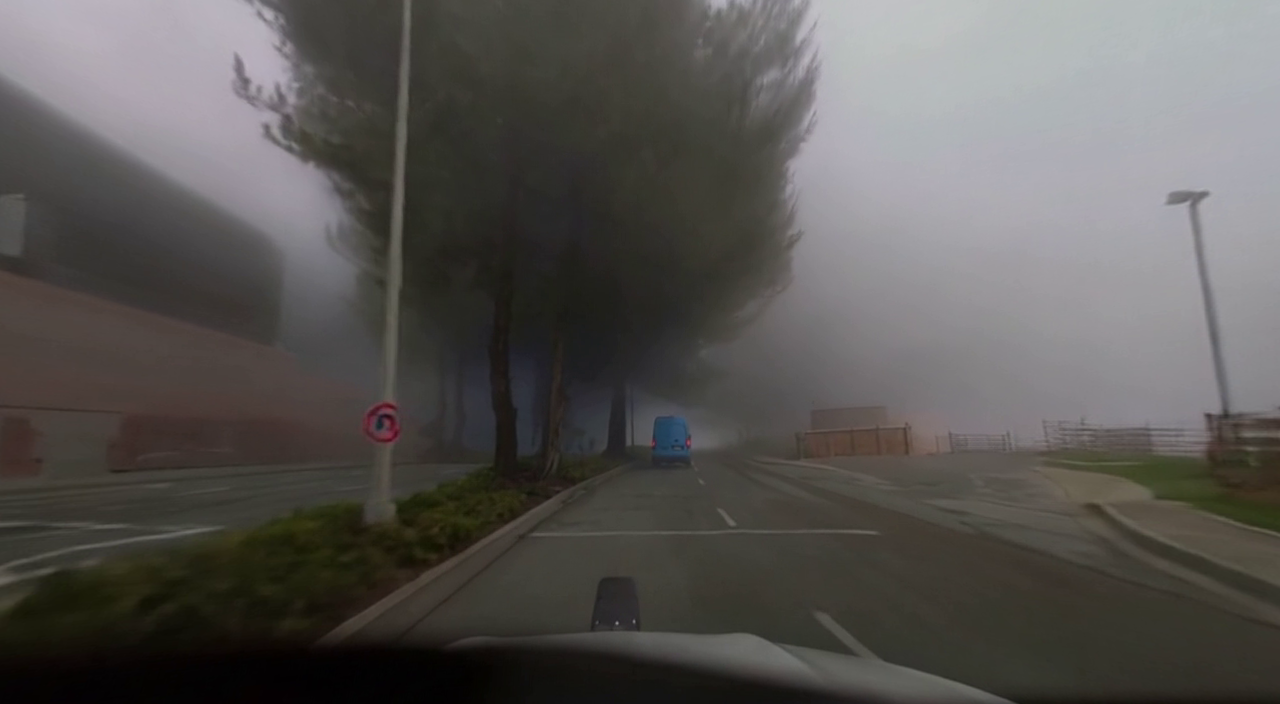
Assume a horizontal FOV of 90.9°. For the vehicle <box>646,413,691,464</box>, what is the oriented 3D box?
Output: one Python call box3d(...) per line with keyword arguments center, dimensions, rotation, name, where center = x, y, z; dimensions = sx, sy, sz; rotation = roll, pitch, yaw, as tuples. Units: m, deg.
box3d(center=(1.774, 5.111, 37.296), dimensions=(2.435, 2.816, 5.232), rotation=(-1, -8, 5), name="vehicle")
